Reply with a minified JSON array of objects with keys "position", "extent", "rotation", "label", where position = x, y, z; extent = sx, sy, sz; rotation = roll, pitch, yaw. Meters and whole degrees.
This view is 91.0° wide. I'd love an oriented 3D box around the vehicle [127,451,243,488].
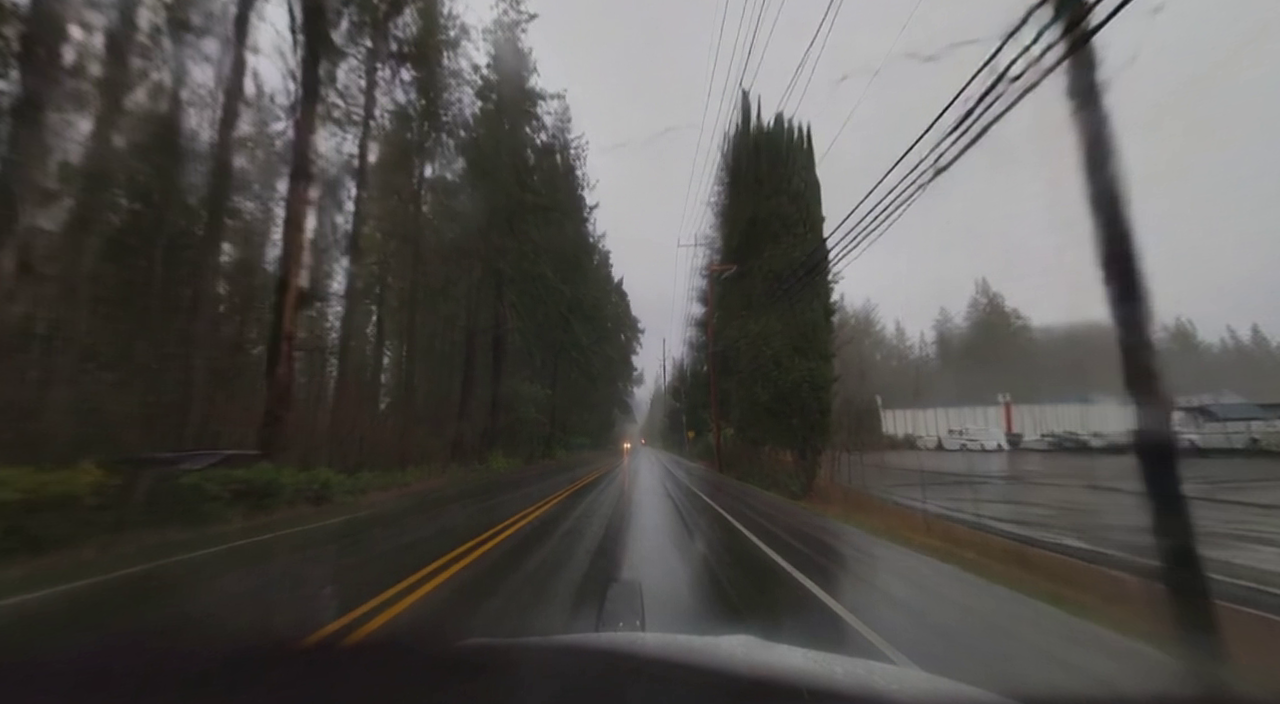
[{"position":[-21.178,5.456,29.600],"extent":[1.885,1.555,4.653],"rotation":[0,-9,1],"label":"vehicle"}]
